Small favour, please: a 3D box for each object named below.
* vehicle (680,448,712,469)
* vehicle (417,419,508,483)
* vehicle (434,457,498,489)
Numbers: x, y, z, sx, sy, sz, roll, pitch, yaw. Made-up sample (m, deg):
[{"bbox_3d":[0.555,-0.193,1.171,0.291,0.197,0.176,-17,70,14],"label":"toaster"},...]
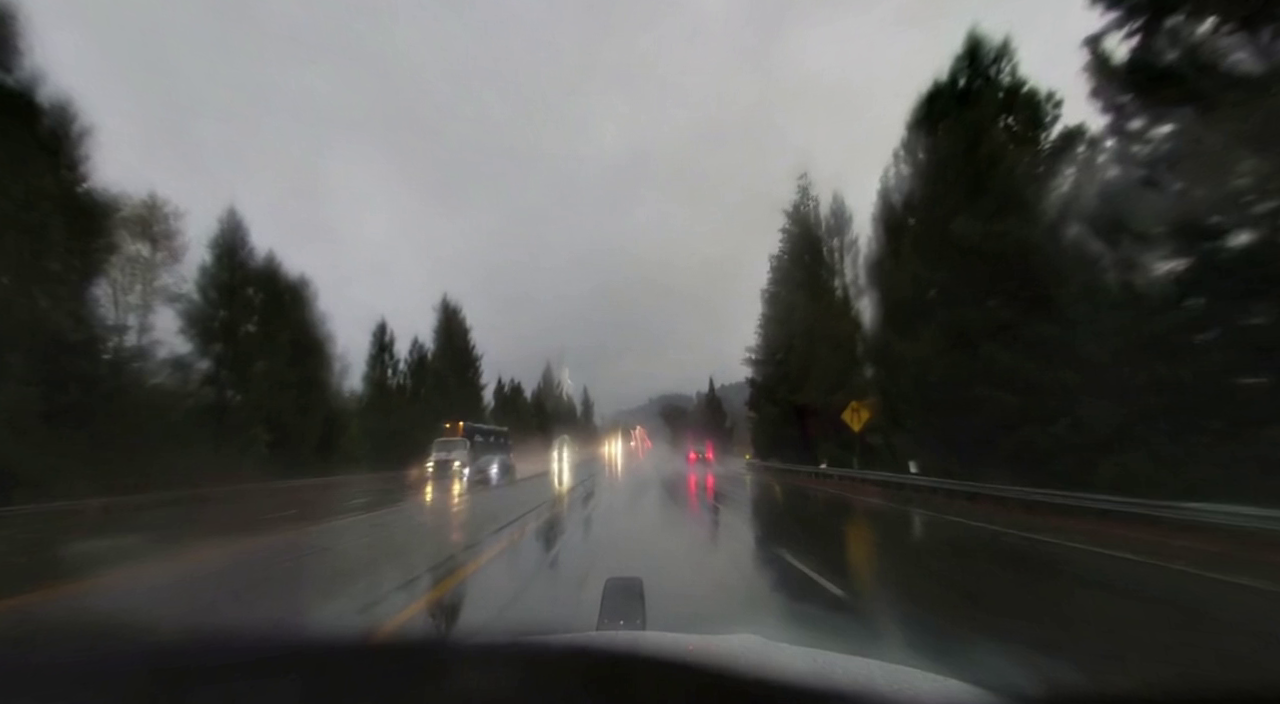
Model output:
[{"bbox_3d":[4.299,8.258,49.052,2.013,1.584,3.995,0,-9,-1],"label":"vehicle"},{"bbox_3d":[-13.196,7.641,48.740,2.895,4.132,14.189,0,-9,0],"label":"vehicle"},{"bbox_3d":[-8.946,6.234,32.829,1.962,1.485,4.627,0,-9,0],"label":"vehicle"}]
